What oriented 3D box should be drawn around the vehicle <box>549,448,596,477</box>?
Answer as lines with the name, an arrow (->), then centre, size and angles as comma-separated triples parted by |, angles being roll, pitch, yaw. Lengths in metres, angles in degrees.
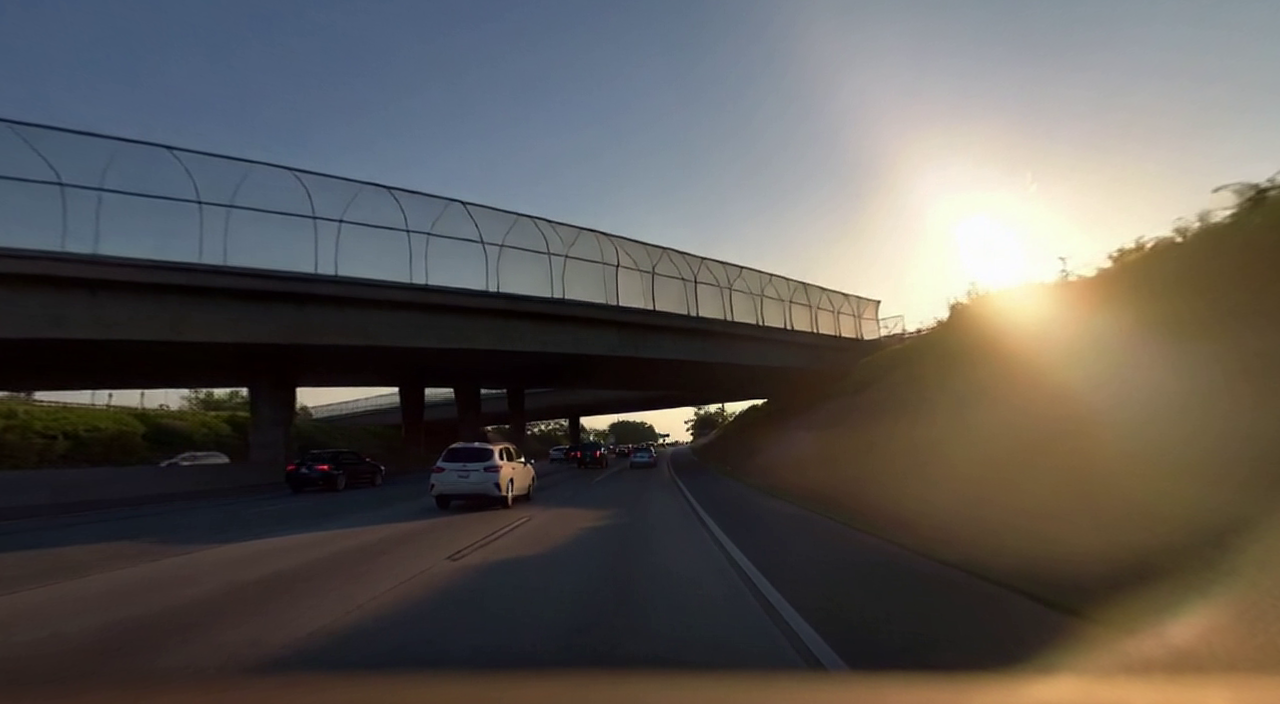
vehicle -> -3.680, 6.079, 34.812 | 1.997, 1.490, 4.471 | 0, -8, 2

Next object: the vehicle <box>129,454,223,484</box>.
vehicle -> -32.527, 8.182, 44.307 | 2.189, 1.871, 5.706 | 0, -8, 1

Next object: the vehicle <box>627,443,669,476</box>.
vehicle -> 0.422, 5.757, 33.894 | 2.160, 1.678, 4.178 | 0, -8, 0

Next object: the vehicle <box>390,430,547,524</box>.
vehicle -> -3.586, 2.698, 14.168 | 2.161, 1.759, 4.482 | 0, -8, 1

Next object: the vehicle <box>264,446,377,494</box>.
vehicle -> -11.996, 4.414, 23.950 | 1.954, 1.640, 4.339 | 0, -8, 1
